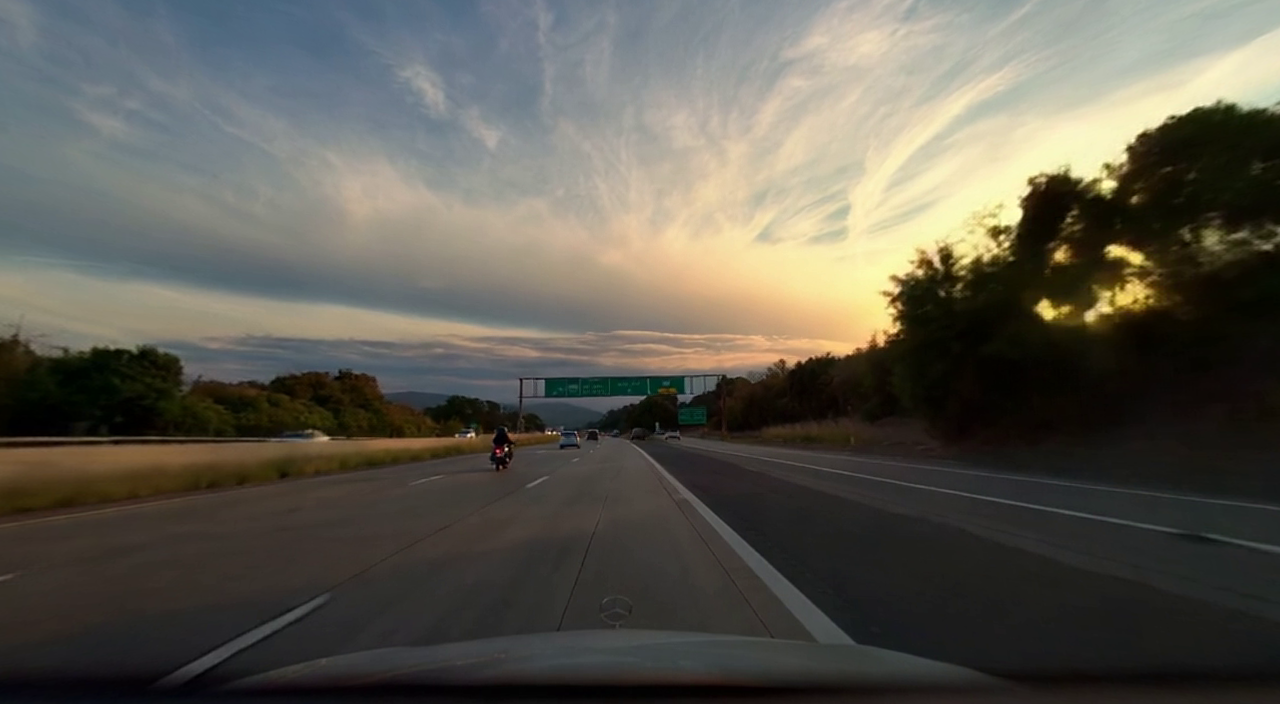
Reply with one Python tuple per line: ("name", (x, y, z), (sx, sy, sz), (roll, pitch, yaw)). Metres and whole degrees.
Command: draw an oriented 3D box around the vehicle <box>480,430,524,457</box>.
("vehicle", (-8.829, 5.895, 40.699), (1.965, 1.605, 4.115), (0, -8, -1))
